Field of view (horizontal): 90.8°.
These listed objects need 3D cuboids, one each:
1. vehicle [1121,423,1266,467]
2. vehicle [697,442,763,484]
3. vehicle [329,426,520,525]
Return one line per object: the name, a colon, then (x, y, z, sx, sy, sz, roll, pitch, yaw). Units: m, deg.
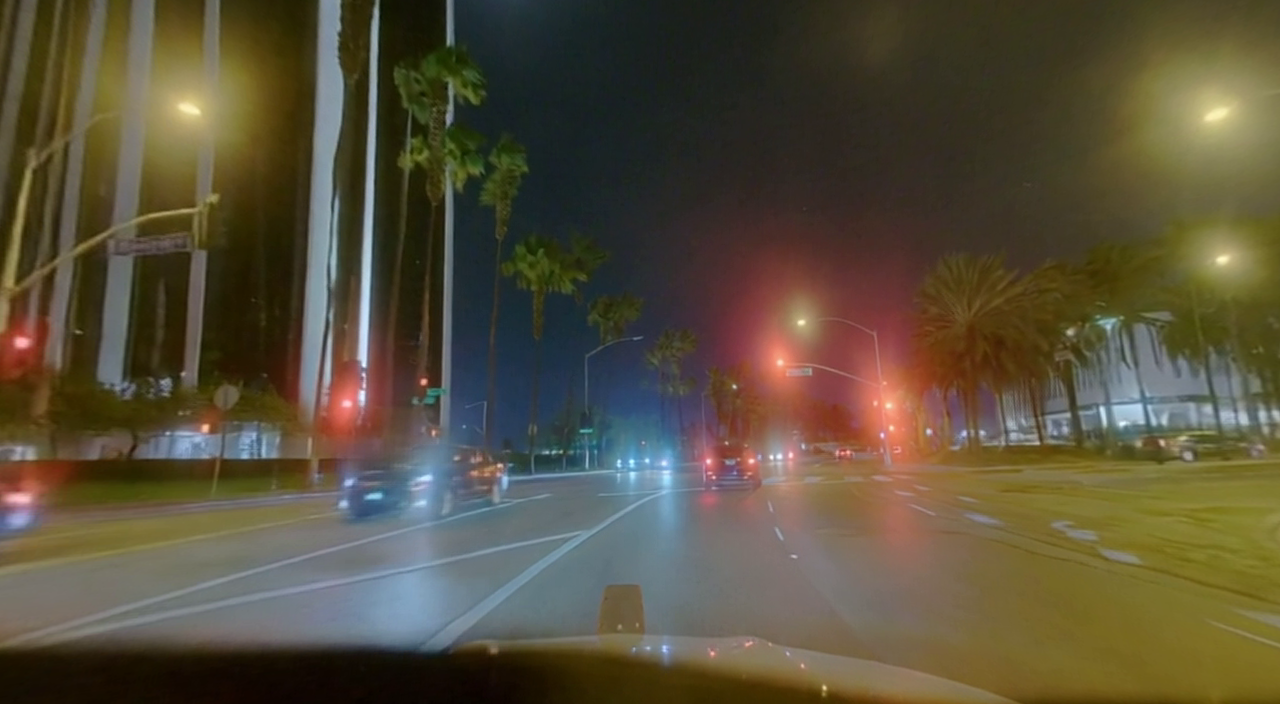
vehicle: (25.195, 4.238, 28.865, 5.049, 1.861, 2.081, 1, -9, -9)
vehicle: (3.600, 4.288, 24.716, 2.096, 1.492, 4.071, -2, -9, 14)
vehicle: (-4.373, 2.571, 13.727, 2.013, 1.746, 4.366, -2, -9, 10)
